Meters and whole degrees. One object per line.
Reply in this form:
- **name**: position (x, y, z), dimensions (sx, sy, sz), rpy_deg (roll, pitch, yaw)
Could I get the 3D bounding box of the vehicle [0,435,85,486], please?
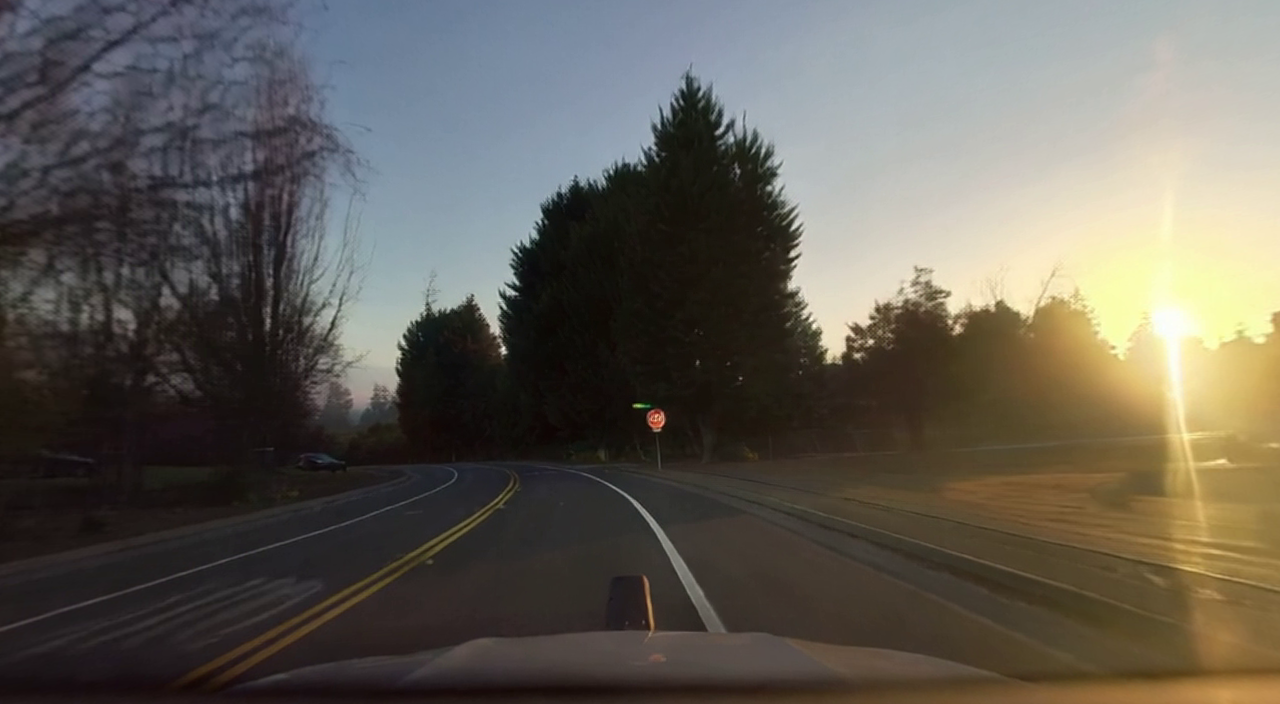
- **vehicle**: position (-26.724, 4.656, 27.368), dimensions (2.063, 2.001, 5.448), rpy_deg (3, -9, -21)
